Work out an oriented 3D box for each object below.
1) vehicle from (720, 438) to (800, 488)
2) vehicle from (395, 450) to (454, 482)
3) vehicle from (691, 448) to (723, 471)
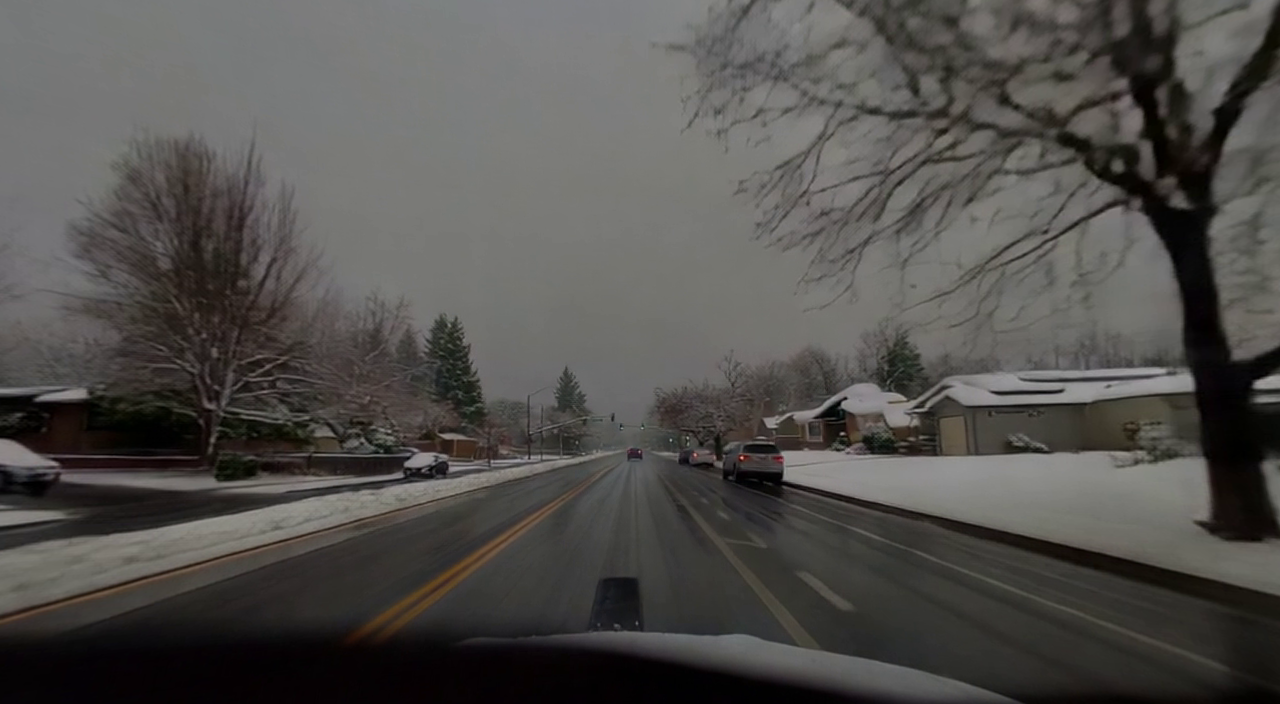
[{"bbox_3d":[4.690,4.425,25.532,2.180,1.782,4.790,0,-9,-1],"label":"vehicle"},{"bbox_3d":[-12.398,6.547,36.584,1.939,1.537,4.197,-3,-8,0],"label":"vehicle"},{"bbox_3d":[4.747,7.626,45.118,1.875,1.540,3.402,0,-9,-1],"label":"vehicle"}]
